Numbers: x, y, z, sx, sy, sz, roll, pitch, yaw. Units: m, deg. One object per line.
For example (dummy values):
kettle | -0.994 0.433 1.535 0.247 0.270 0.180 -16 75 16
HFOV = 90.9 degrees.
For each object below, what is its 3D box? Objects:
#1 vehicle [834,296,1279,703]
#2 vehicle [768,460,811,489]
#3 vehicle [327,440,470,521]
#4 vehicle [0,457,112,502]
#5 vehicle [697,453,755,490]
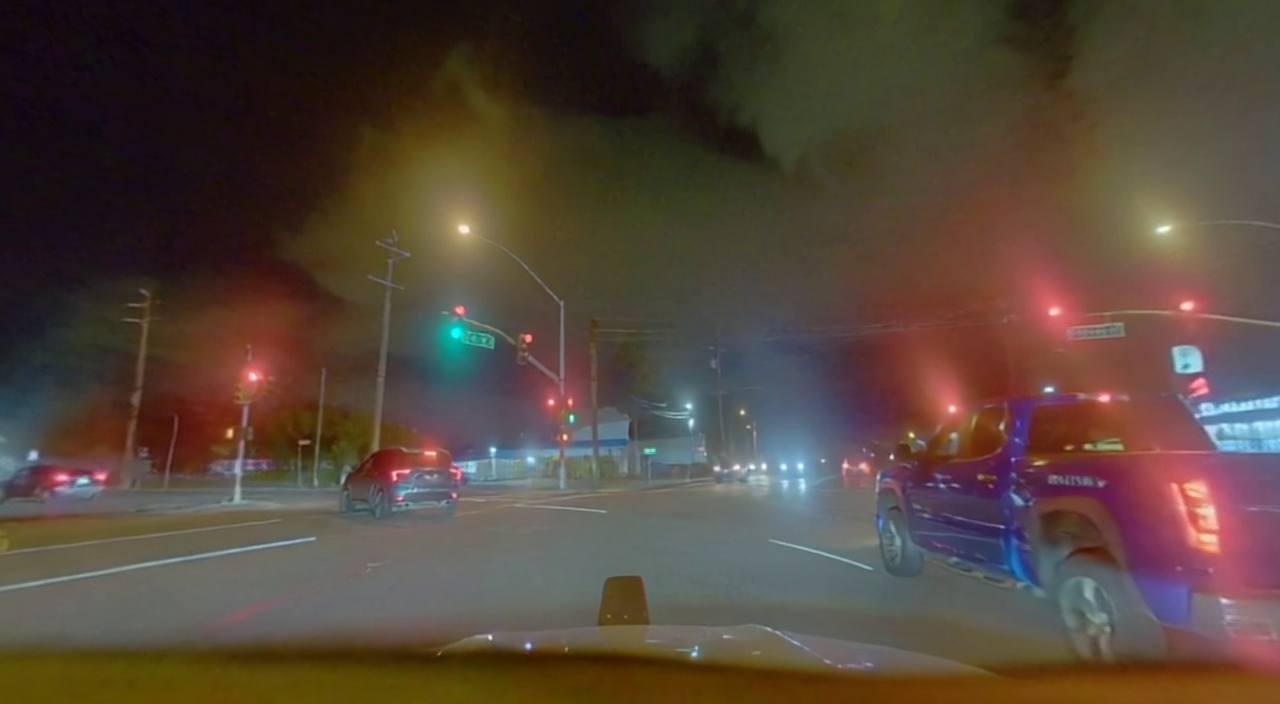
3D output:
vehicle | 3.272 1.024 4.253 2.036 1.818 5.192 0 -9 -3
vehicle | 8.564 6.909 35.826 1.856 1.448 4.455 -4 -10 19
vehicle | -6.733 3.407 17.238 2.141 1.842 4.889 7 -12 -38
vehicle | -25.071 5.356 26.641 4.498 1.725 1.921 -4 -10 18
vehicle | 5.014 6.713 35.896 2.303 1.895 5.301 -4 -10 18
